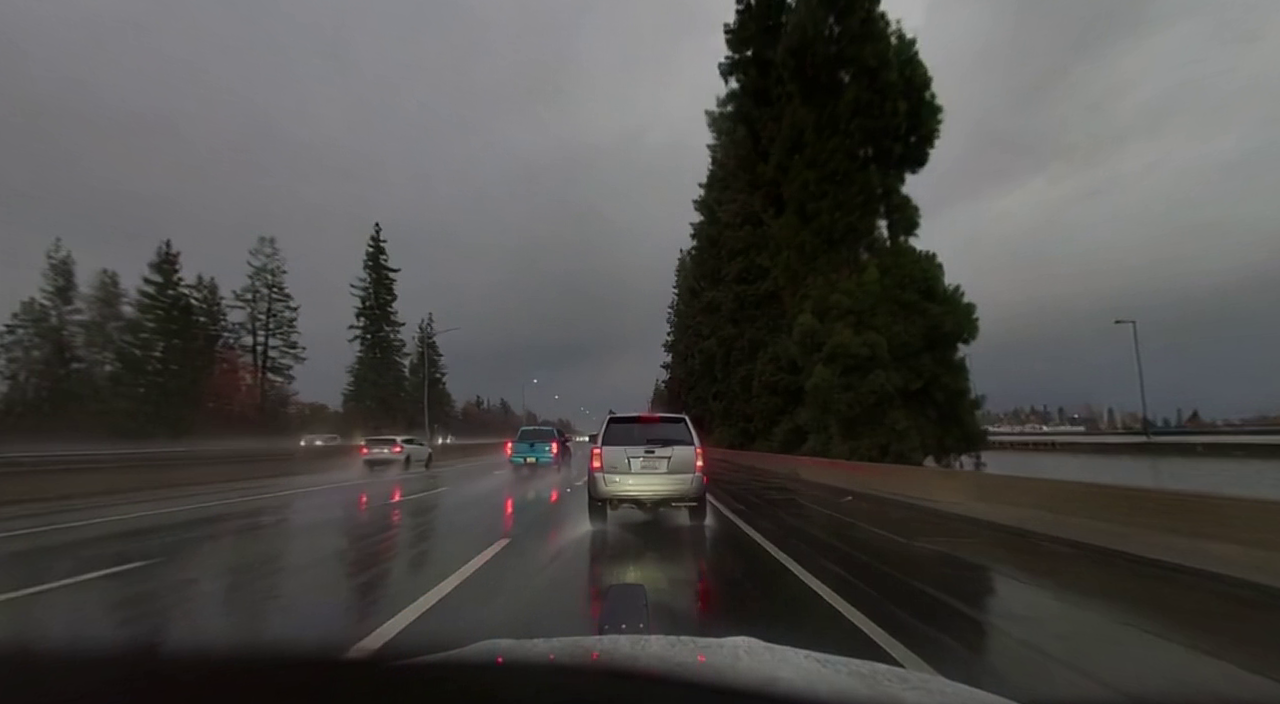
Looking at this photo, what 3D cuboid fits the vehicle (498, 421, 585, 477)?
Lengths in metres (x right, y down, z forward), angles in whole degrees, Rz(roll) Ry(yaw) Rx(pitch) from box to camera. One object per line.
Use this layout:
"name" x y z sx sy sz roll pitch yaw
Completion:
"vehicle" -3.779 3.887 25.388 2.486 1.962 5.525 0 -8 1

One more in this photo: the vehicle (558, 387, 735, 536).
"vehicle" 0.094 1.832 11.025 2.395 2.013 4.734 0 -8 0

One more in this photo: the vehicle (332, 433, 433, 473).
"vehicle" -10.303 4.085 25.684 2.002 1.484 4.798 0 -8 1
